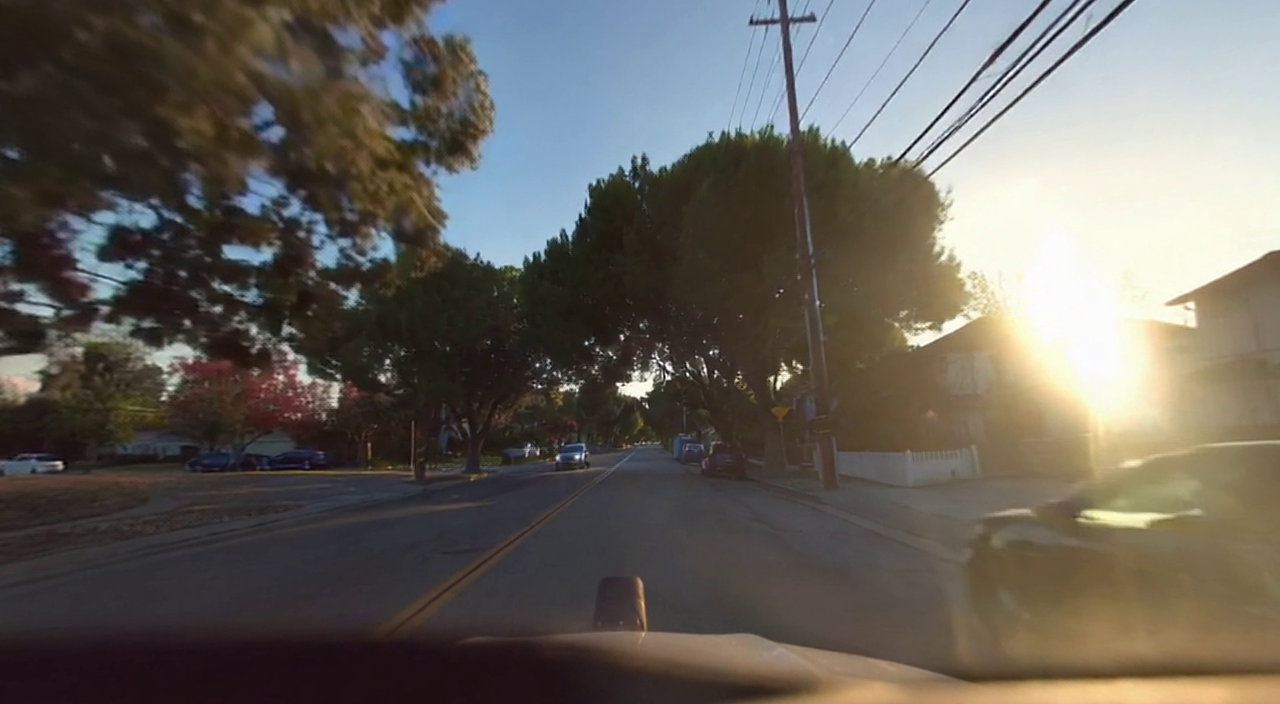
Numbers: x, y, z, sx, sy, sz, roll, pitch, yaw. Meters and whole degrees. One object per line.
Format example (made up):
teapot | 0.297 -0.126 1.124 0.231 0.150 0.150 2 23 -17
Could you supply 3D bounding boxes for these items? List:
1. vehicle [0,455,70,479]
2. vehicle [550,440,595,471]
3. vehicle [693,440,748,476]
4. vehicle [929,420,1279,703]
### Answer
vehicle | -41.082 7.670 42.185 4.019 1.503 1.979 0 -8 0
vehicle | -3.543 5.468 33.609 1.839 1.520 3.656 -1 -8 2
vehicle | 3.644 4.872 29.319 1.915 1.491 4.642 0 -8 0
vehicle | 3.192 0.982 2.377 1.990 1.435 4.526 0 -8 -1
